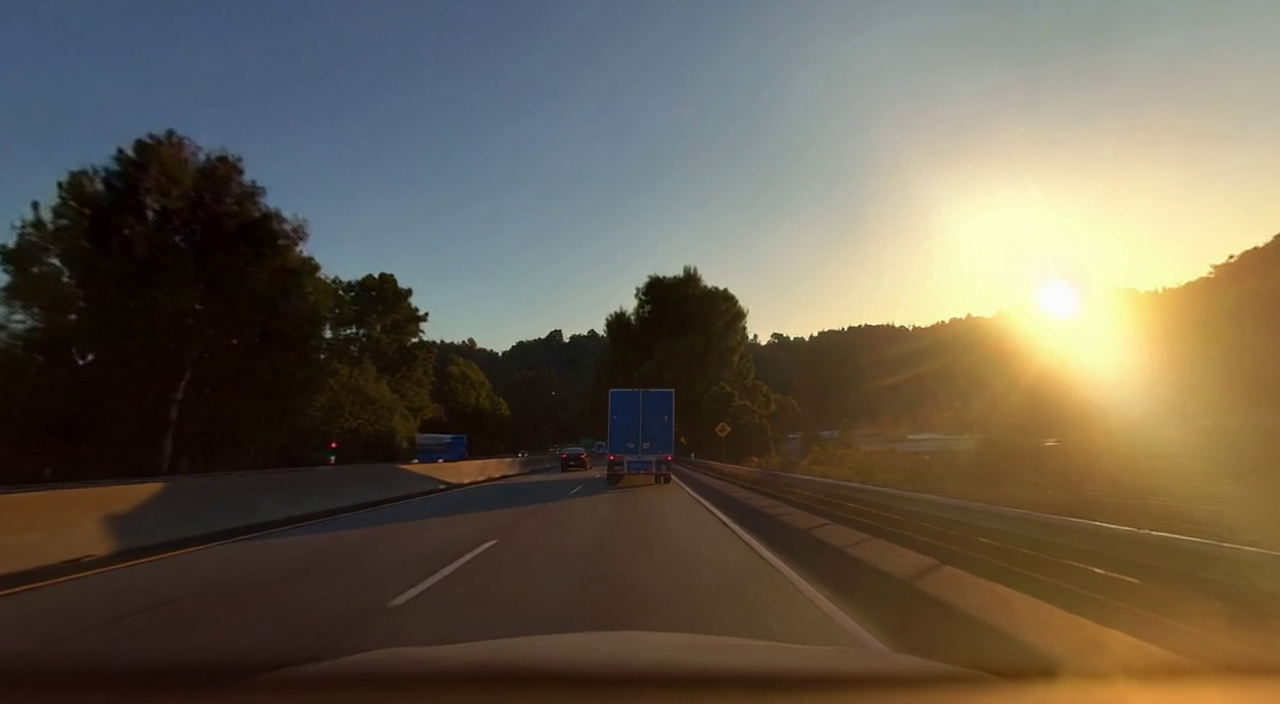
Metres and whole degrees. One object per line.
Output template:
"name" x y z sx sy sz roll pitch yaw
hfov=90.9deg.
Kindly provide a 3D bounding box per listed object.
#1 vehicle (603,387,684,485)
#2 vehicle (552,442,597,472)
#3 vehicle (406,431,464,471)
"vehicle" 0.030 3.676 27.134 2.913 3.530 8.648 0 -9 -1
"vehicle" -3.789 6.201 37.414 2.160 1.661 4.388 0 -9 1
"vehicle" -14.988 7.287 46.535 2.288 2.708 5.765 0 -9 0
